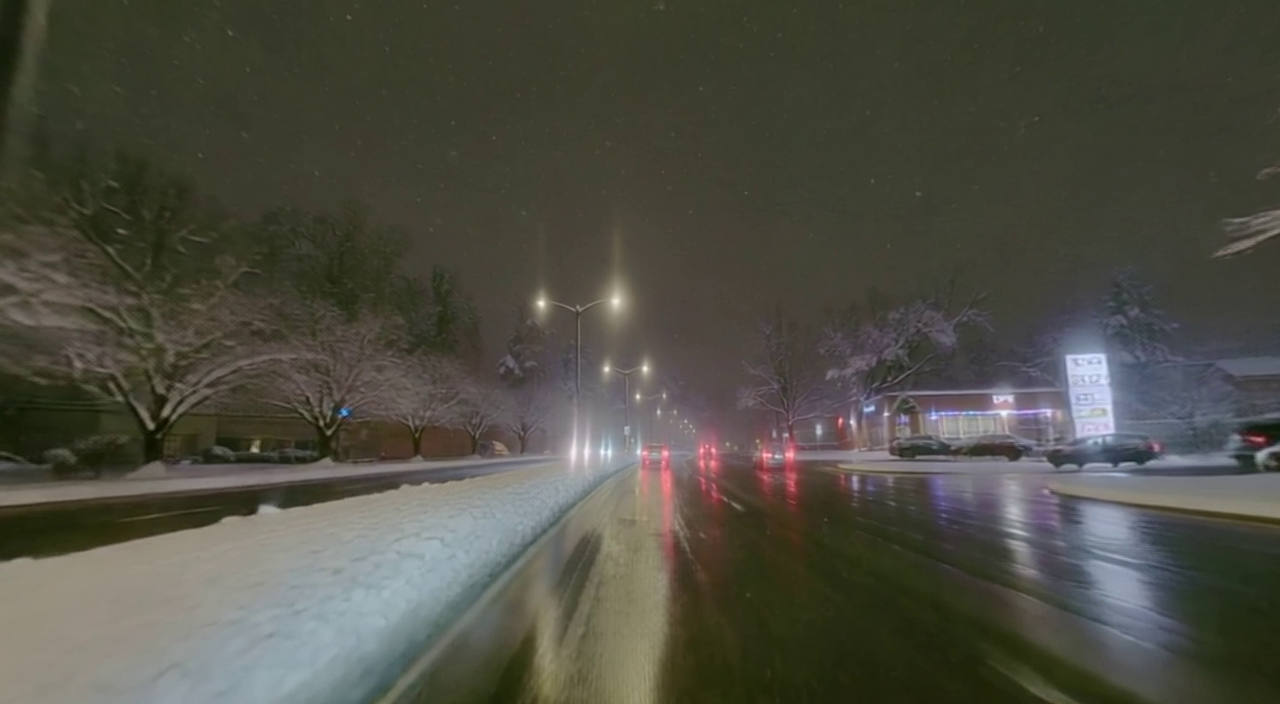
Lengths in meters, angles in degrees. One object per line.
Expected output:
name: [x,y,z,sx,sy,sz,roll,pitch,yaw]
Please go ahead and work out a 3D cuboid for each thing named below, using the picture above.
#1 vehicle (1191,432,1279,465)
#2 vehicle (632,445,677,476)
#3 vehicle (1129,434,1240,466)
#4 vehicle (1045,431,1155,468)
vehicle: [29.925,4.750,31.142,1.799,1.506,3.944,0,-9,-3]
vehicle: [0.757,5.410,31.732,2.095,1.456,3.873,-1,-8,2]
vehicle: [27.116,4.903,31.635,1.844,1.481,3.904,1,-8,-6]
vehicle: [22.190,4.703,30.699,1.864,1.655,4.179,1,-8,-6]
